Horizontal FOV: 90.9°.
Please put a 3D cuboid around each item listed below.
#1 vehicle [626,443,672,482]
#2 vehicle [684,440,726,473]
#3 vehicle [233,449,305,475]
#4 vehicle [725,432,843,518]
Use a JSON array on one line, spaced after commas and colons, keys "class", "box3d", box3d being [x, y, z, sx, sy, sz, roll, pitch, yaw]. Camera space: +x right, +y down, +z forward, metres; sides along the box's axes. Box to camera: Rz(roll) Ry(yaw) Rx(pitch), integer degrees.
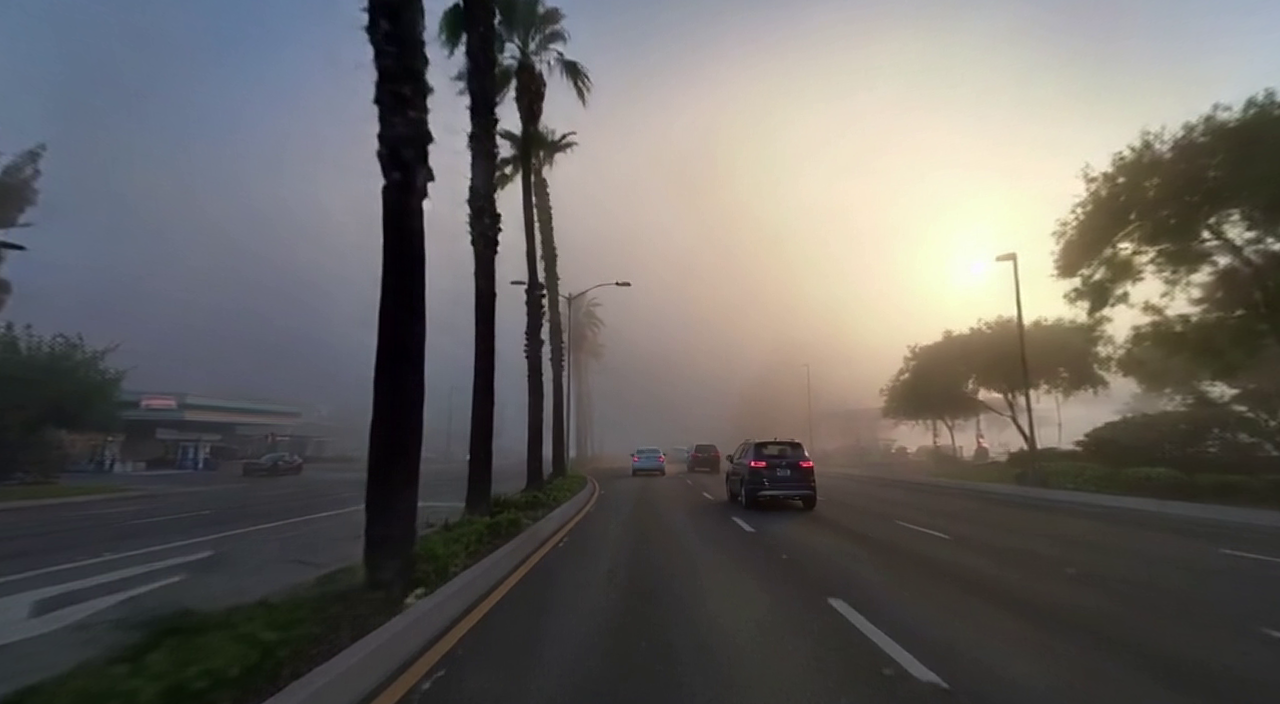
[{"class": "vehicle", "box3d": [0.400, 5.120, 29.502, 1.991, 1.664, 3.814, 0, -8, 0]}, {"class": "vehicle", "box3d": [4.098, 6.675, 40.526, 2.154, 1.975, 4.634, 0, -8, -1]}, {"class": "vehicle", "box3d": [-25.226, 7.452, 42.945, 3.782, 1.699, 1.867, 8, -12, -43]}, {"class": "vehicle", "box3d": [3.267, 2.844, 15.089, 1.872, 1.752, 3.896, 0, -8, 0]}]
